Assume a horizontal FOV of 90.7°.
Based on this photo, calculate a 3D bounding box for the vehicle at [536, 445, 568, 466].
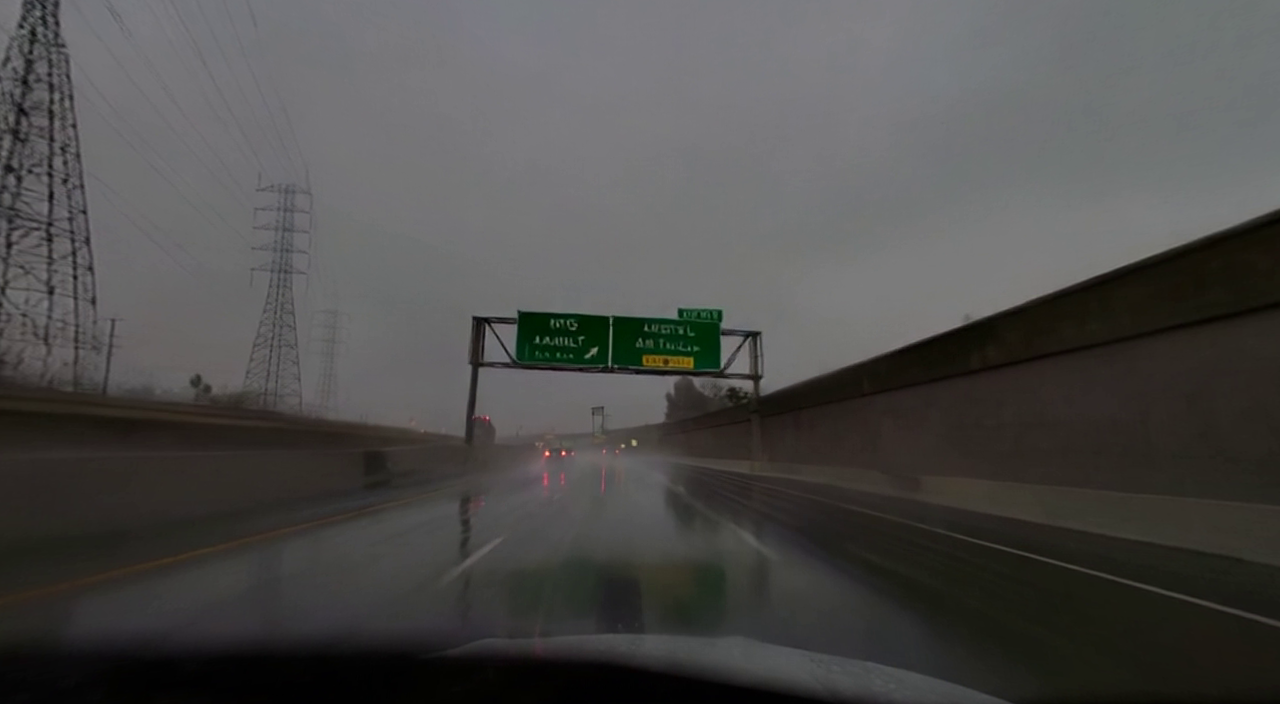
[{"bbox_3d":[-6.412,7.579,46.470,1.921,1.420,4.078,0,-9,-3],"label":"vehicle"}]
